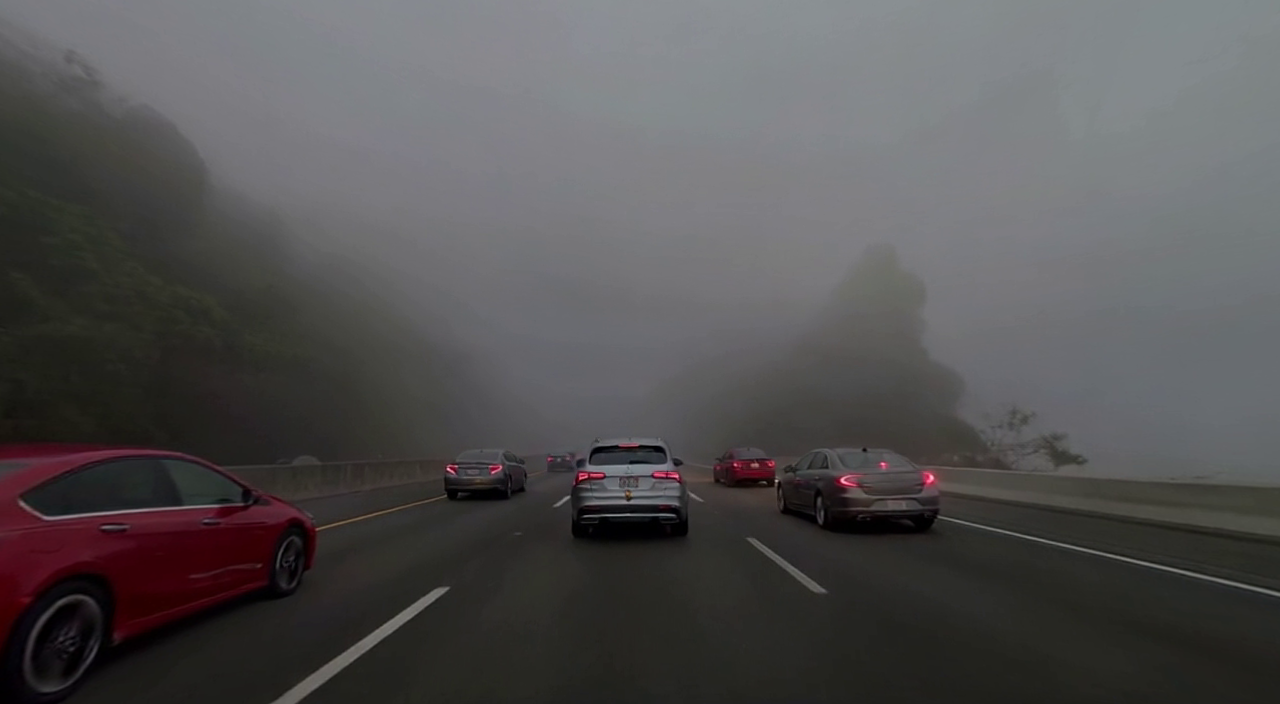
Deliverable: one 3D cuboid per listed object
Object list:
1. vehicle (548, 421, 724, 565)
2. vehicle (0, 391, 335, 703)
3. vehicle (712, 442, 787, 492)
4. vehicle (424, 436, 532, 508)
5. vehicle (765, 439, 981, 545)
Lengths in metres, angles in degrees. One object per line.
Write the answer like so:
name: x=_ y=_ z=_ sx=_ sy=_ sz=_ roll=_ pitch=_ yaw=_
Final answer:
vehicle: x=-0.104 y=1.978 z=9.489 sx=2.093 sy=1.695 sz=3.782 roll=0 pitch=-9 yaw=-2
vehicle: x=-4.515 y=1.271 z=4.785 sx=2.173 sy=1.660 sz=4.373 roll=0 pitch=-9 yaw=0
vehicle: x=3.750 y=4.014 z=22.307 sx=1.905 sy=1.590 sz=3.746 roll=0 pitch=-9 yaw=-1
vehicle: x=-4.261 y=3.213 z=17.254 sx=1.890 sy=1.708 sz=3.844 roll=0 pitch=-9 yaw=1
vehicle: x=3.662 y=2.281 z=10.982 sx=1.953 sy=1.434 sz=4.511 roll=0 pitch=-9 yaw=-1
